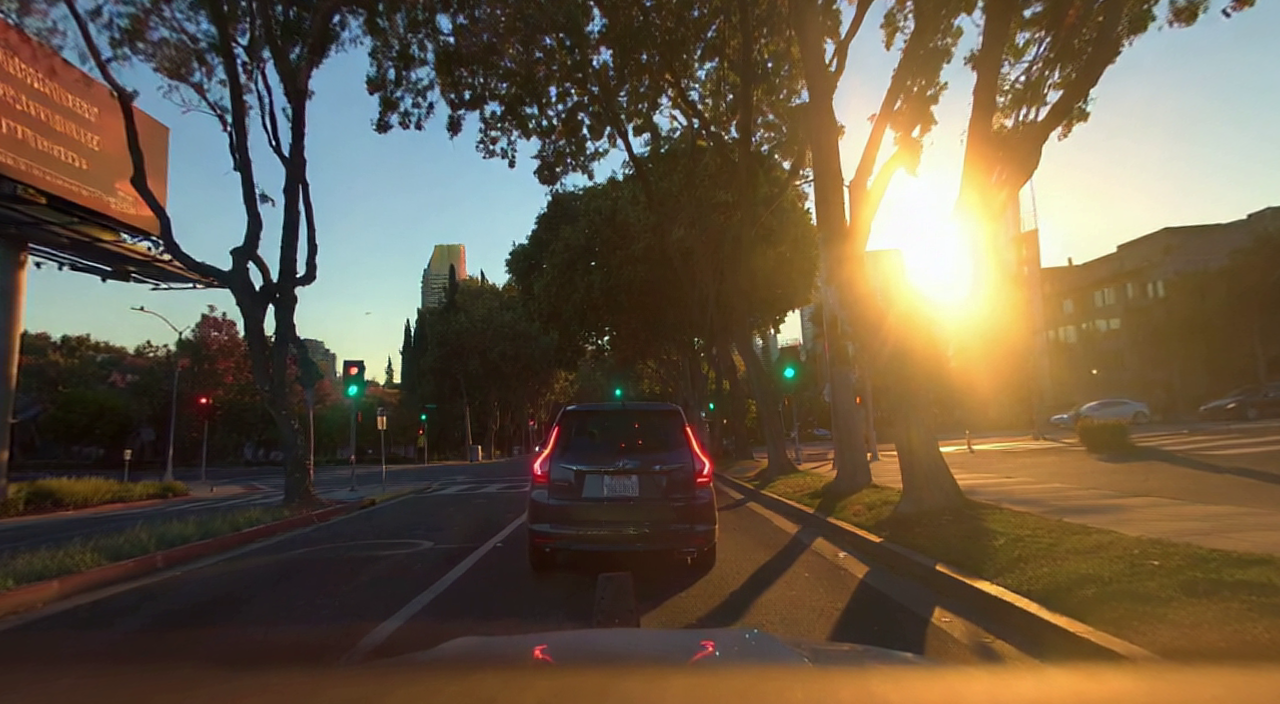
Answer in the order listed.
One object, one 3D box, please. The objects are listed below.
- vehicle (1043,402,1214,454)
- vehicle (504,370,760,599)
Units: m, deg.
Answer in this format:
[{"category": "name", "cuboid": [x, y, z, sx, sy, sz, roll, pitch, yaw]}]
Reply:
[{"category": "vehicle", "cuboid": [15.285, 2.441, 19.924, 3.750, 1.502, 1.781, -2, -8, 13]}, {"category": "vehicle", "cuboid": [-0.058, 1.384, 7.289, 2.142, 1.904, 3.816, -1, -8, 0]}]
